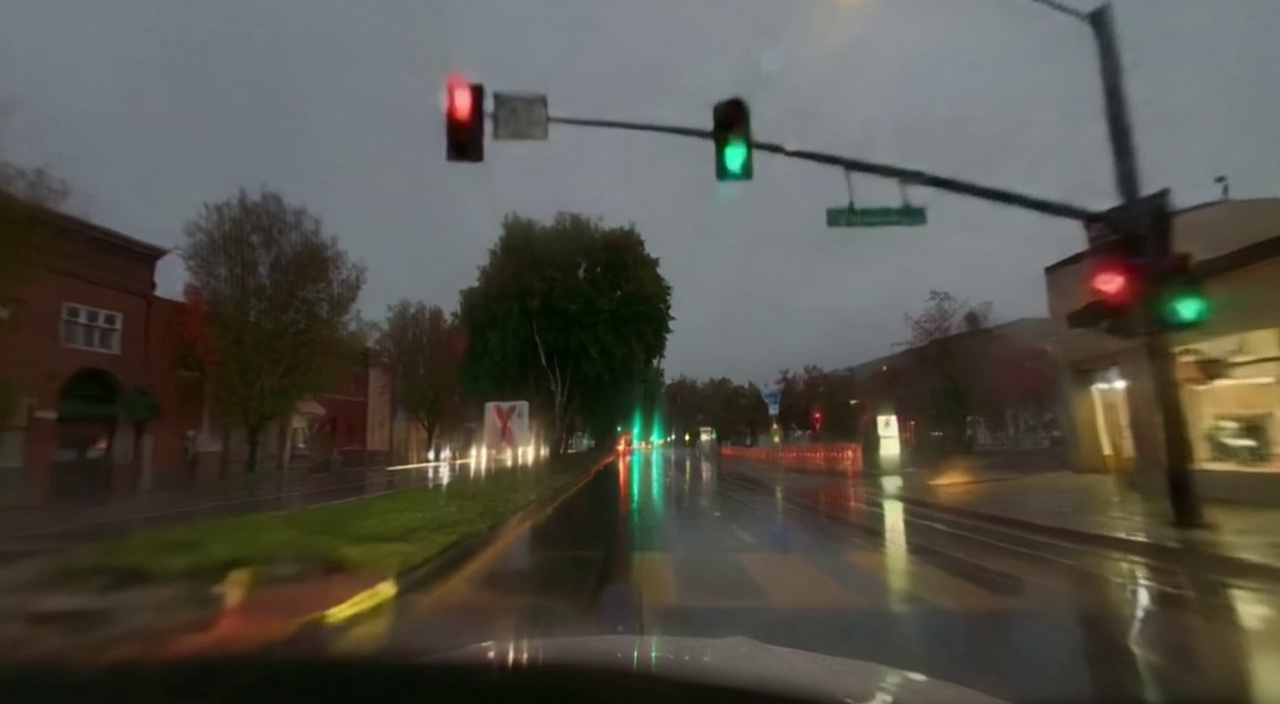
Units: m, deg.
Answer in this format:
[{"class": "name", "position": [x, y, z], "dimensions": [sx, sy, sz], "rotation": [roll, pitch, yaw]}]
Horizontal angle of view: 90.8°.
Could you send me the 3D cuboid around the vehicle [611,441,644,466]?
[{"class": "vehicle", "position": [-0.828, 6.609, 41.306], "dimensions": [2.045, 1.510, 3.690], "rotation": [0, -9, -2]}]
